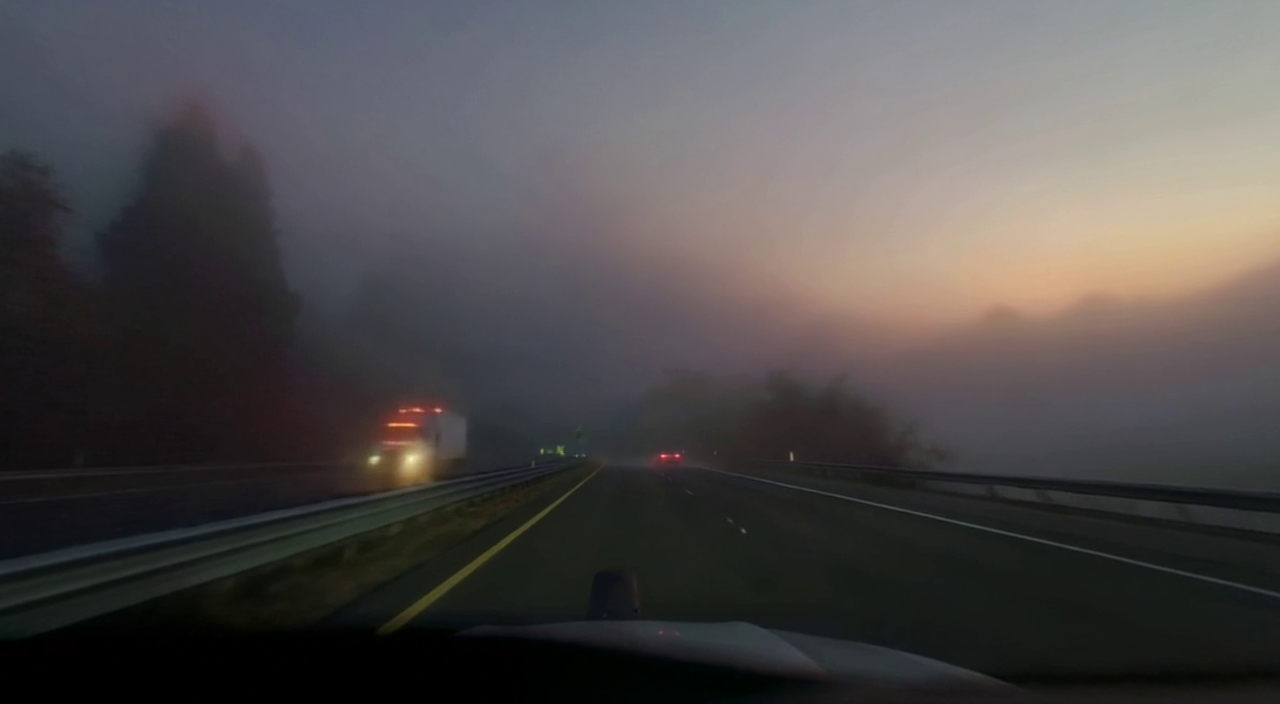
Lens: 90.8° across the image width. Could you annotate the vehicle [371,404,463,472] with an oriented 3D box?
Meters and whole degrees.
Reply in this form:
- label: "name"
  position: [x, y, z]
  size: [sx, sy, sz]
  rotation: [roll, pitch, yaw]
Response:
- label: "vehicle"
  position: [-13.787, 5.513, 39.929]
  size: [2.763, 3.848, 8.560]
  rotation: [0, -9, -1]
